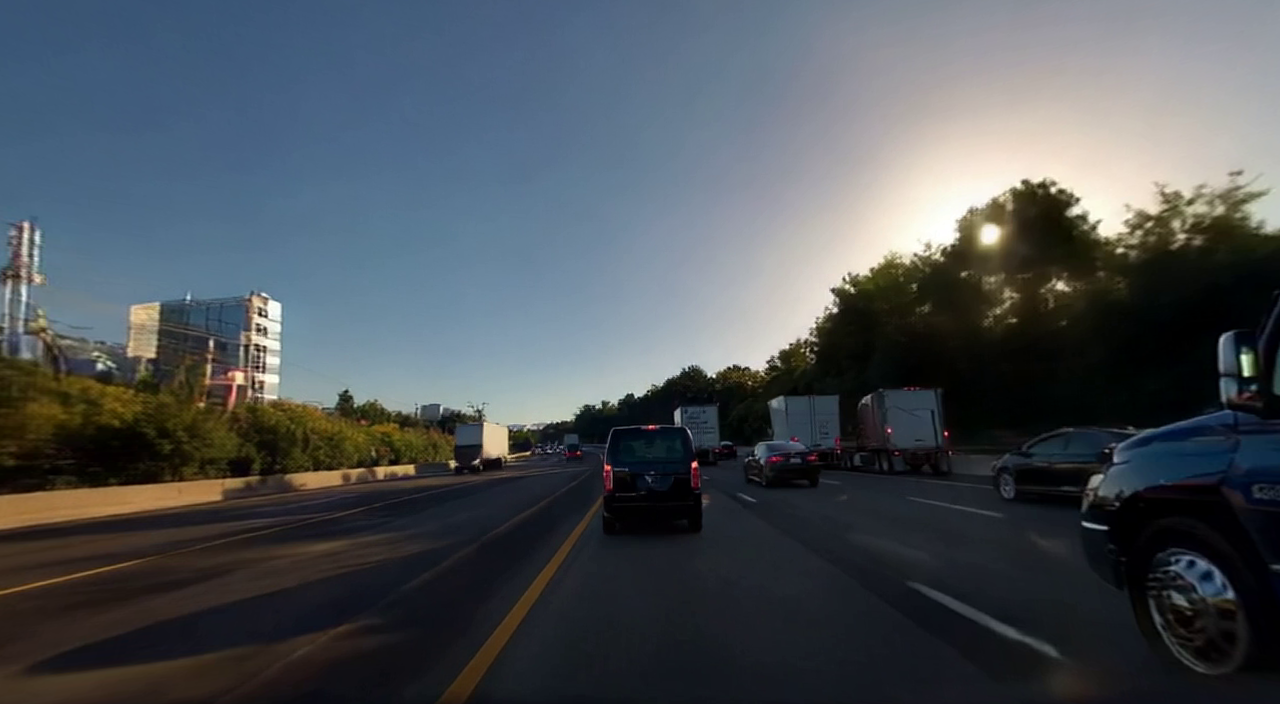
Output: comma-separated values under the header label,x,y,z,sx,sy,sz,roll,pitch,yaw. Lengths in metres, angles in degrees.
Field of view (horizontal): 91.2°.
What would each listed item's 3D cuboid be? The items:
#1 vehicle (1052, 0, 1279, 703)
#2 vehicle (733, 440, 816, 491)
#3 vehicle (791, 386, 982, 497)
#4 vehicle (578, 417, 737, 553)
label,x,y,z,sx,sy,sz,roll,pitch,yaw
vehicle,4.271,-0.260,1.010,2.987,3.877,5.881,0,-9,0
vehicle,4.337,3.696,20.750,1.859,1.512,3.711,0,-9,-1
vehicle,8.447,3.402,23.562,2.799,3.188,10.578,0,-9,0
vehicle,0.260,1.928,9.588,1.965,1.664,3.428,-1,-9,2
